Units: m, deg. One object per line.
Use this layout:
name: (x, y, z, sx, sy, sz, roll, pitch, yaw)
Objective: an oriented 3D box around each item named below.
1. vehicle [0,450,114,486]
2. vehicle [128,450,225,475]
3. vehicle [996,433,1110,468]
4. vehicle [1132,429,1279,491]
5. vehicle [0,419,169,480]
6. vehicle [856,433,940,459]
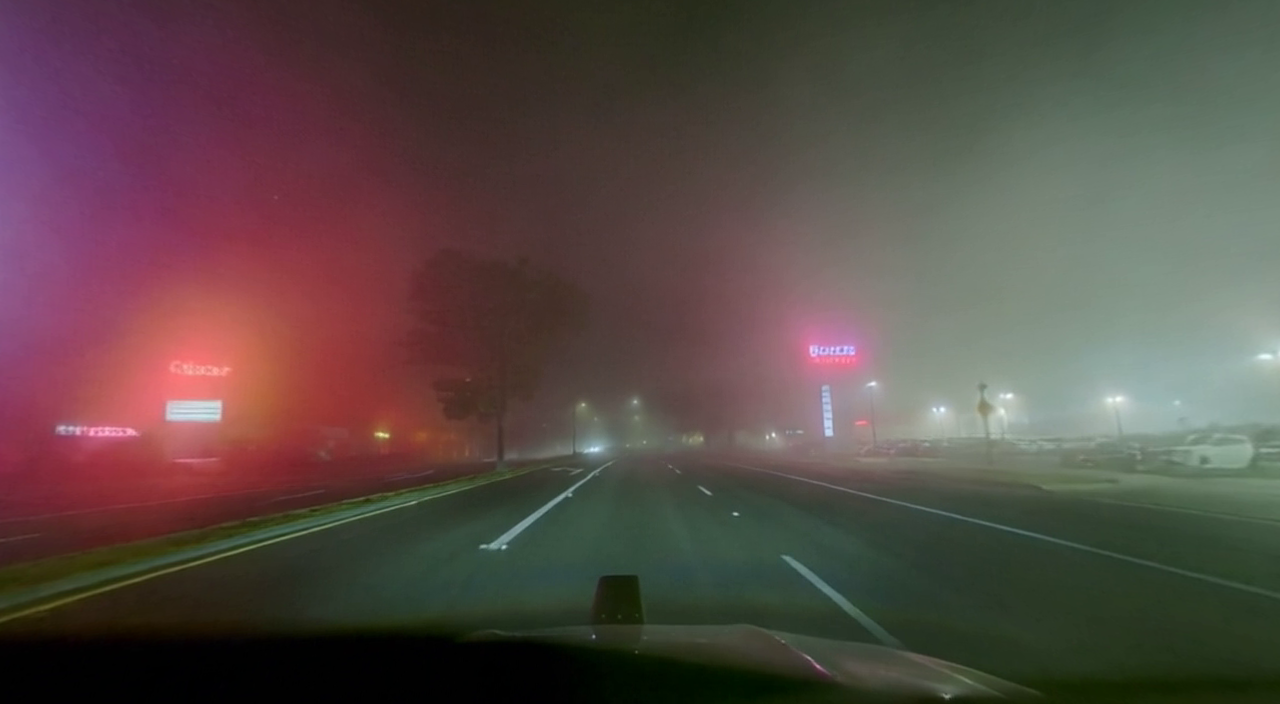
vehicle: (-27.482, 5.349, 29.069, 4.564, 1.494, 2.183, -1, -9, -2)
vehicle: (-27.157, 6.493, 37.064, 4.282, 1.296, 1.914, -2, -9, 4)
vehicle: (18.665, 4.498, 28.891, 1.846, 1.466, 4.679, 0, -9, -4)
vehicle: (16.484, 2.951, 17.606, 1.880, 1.477, 4.556, 0, -8, 1)
vehicle: (-28.143, 4.911, 31.856, 6.354, 2.899, 2.812, 0, -8, -1)
vehicle: (18.006, 6.581, 44.250, 4.935, 1.753, 1.958, 0, -9, 1)
